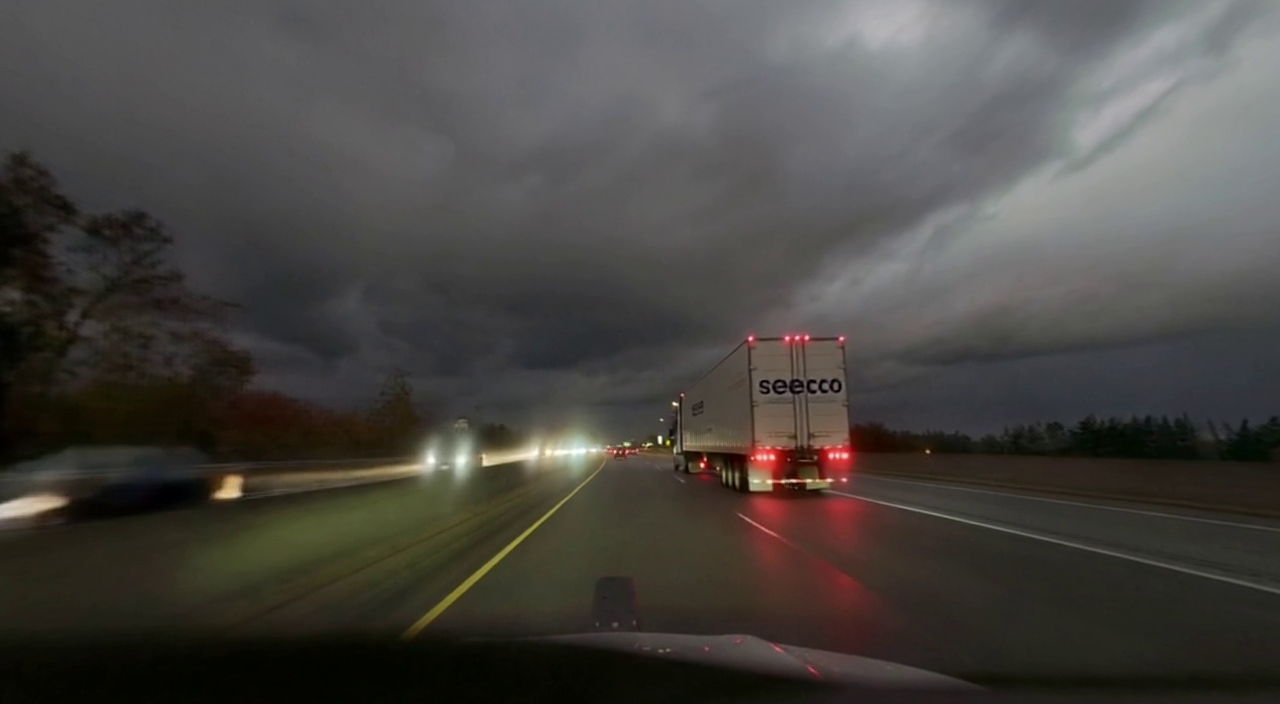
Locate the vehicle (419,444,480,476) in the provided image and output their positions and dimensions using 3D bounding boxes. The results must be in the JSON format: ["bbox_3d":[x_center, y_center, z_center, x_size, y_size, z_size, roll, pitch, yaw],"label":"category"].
[{"bbox_3d":[-10.261,5.838,34.125,1.996,1.631,4.421,0,-9,-1],"label":"vehicle"}]

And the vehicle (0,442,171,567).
[{"bbox_3d":[-8.910,1.983,8.341,1.956,1.538,4.361,0,-9,-1],"label":"vehicle"}]

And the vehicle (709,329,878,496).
[{"bbox_3d":[4.062,2.022,18.990,2.892,3.928,8.380,0,-9,0],"label":"vehicle"}]
